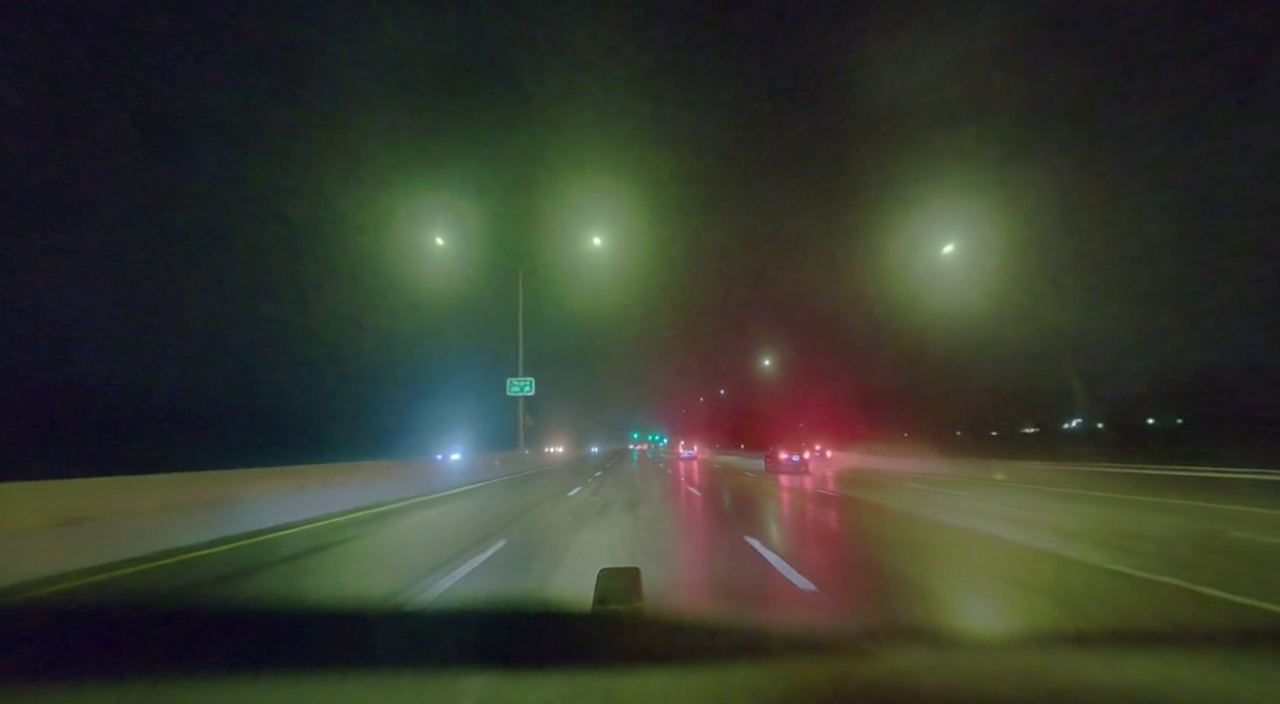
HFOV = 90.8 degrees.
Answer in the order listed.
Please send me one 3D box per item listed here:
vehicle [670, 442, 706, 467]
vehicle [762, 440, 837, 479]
[{"bbox_3d":[3.226,6.998,43.249,2.056,1.553,4.320,0,-9,-1],"label":"vehicle"},{"bbox_3d":[6.601,4.491,26.639,2.038,1.528,3.910,0,-9,-2],"label":"vehicle"}]
